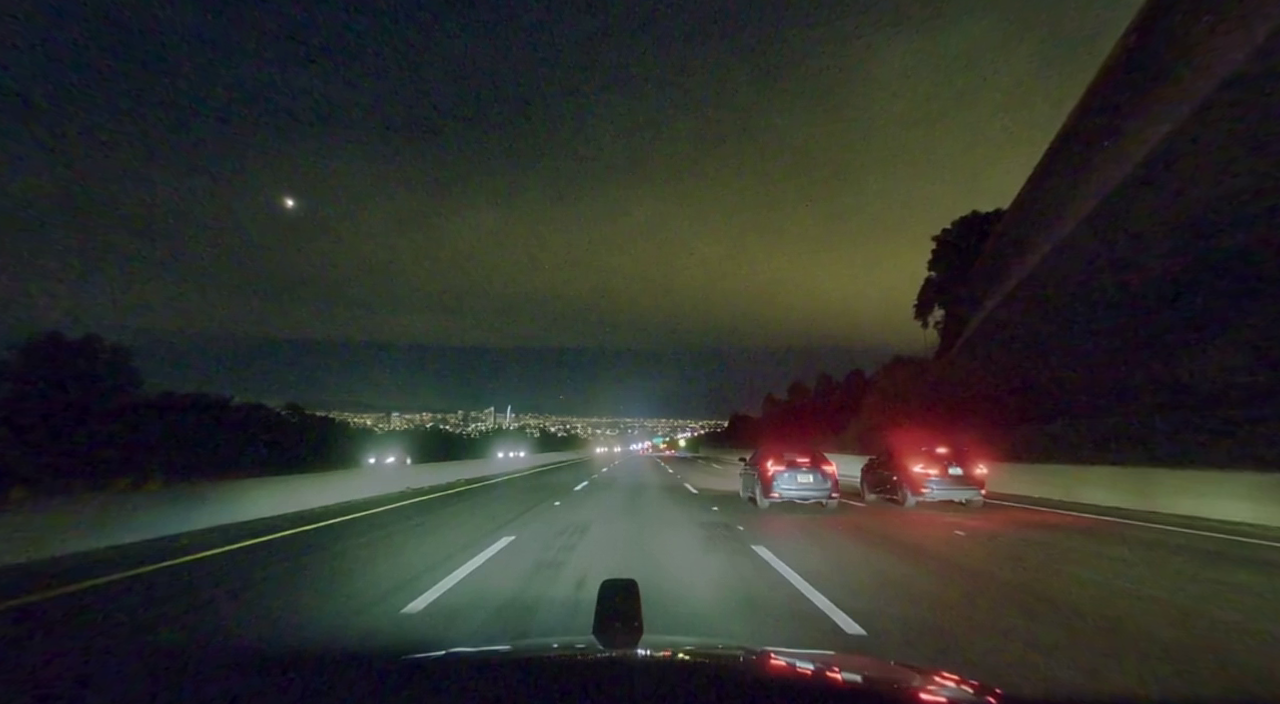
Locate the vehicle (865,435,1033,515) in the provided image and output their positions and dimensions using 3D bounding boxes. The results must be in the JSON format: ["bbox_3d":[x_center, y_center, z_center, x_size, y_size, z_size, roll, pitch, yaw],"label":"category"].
[{"bbox_3d":[6.931,2.762,14.698,1.856,1.592,3.920,0,-8,-1],"label":"vehicle"}]

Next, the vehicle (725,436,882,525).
[{"bbox_3d":[3.159,2.590,13.357,1.982,1.533,4.612,0,-8,-1],"label":"vehicle"}]

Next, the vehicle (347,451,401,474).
[{"bbox_3d":[-20.569,8.578,49.048,2.063,1.627,4.508,-1,-8,3],"label":"vehicle"}]
